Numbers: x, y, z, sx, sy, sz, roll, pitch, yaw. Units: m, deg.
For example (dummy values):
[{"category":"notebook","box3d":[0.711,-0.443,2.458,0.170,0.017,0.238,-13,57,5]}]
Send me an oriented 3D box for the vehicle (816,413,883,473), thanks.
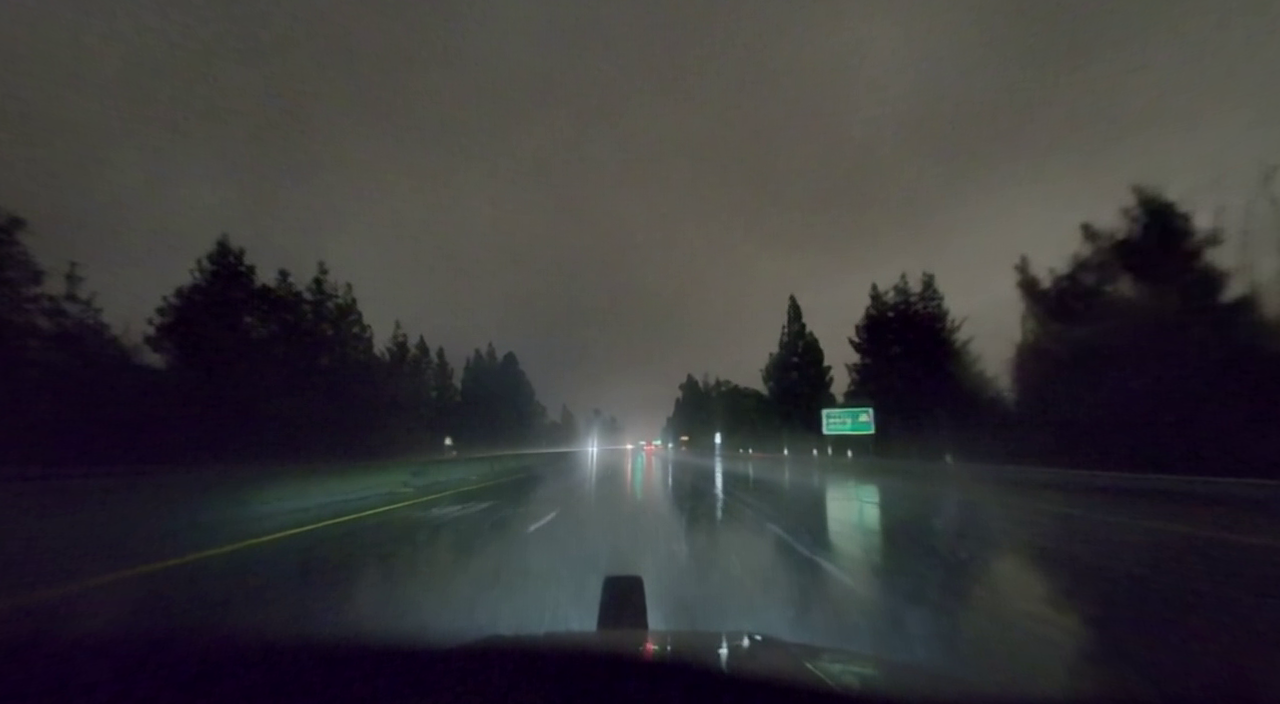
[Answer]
[{"category":"vehicle","box3d":[13.685,6.001,41.532,3.229,3.713,3.639,-1,-8,3]}]
